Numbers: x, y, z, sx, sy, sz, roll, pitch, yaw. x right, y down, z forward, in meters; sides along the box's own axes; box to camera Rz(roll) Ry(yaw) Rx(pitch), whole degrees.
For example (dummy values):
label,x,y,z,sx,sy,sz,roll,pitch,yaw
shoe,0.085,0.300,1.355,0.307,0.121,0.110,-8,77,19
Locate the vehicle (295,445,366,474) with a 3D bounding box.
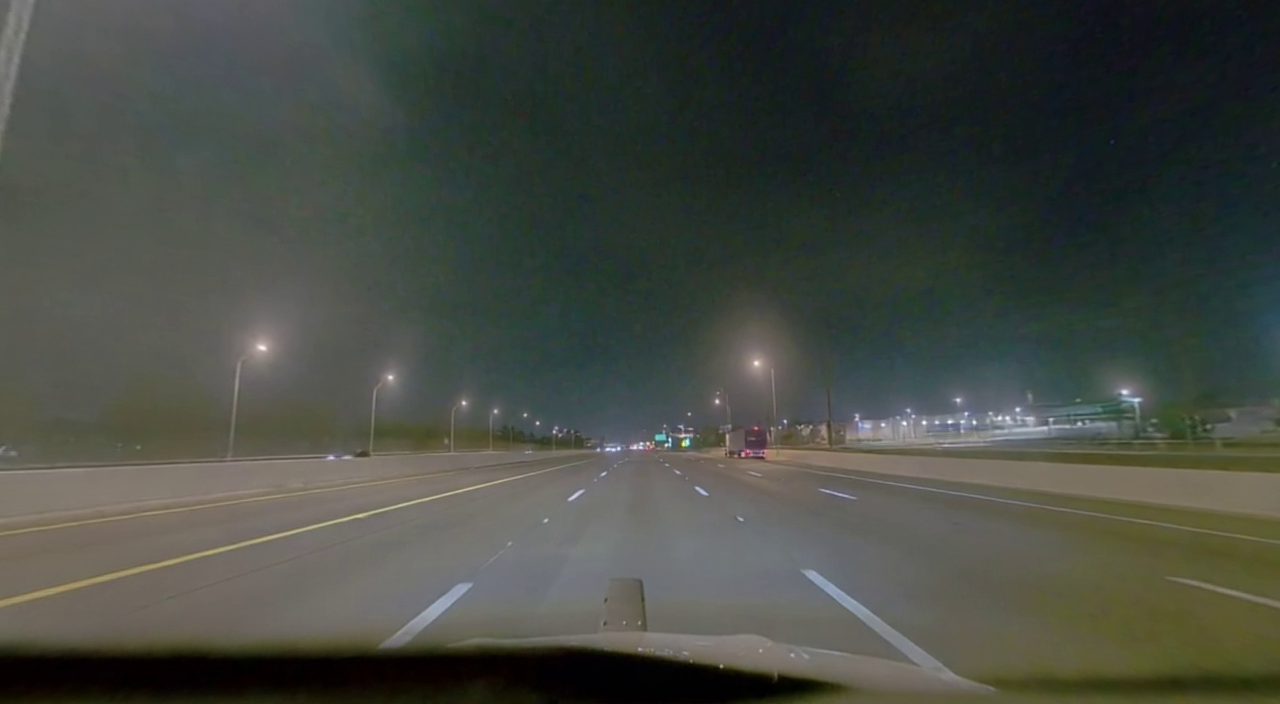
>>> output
label,x,y,z,sx,sy,sz,roll,pitch,yaw
vehicle,-21.595,7.492,44.371,2.101,1.828,5.641,0,-8,0
